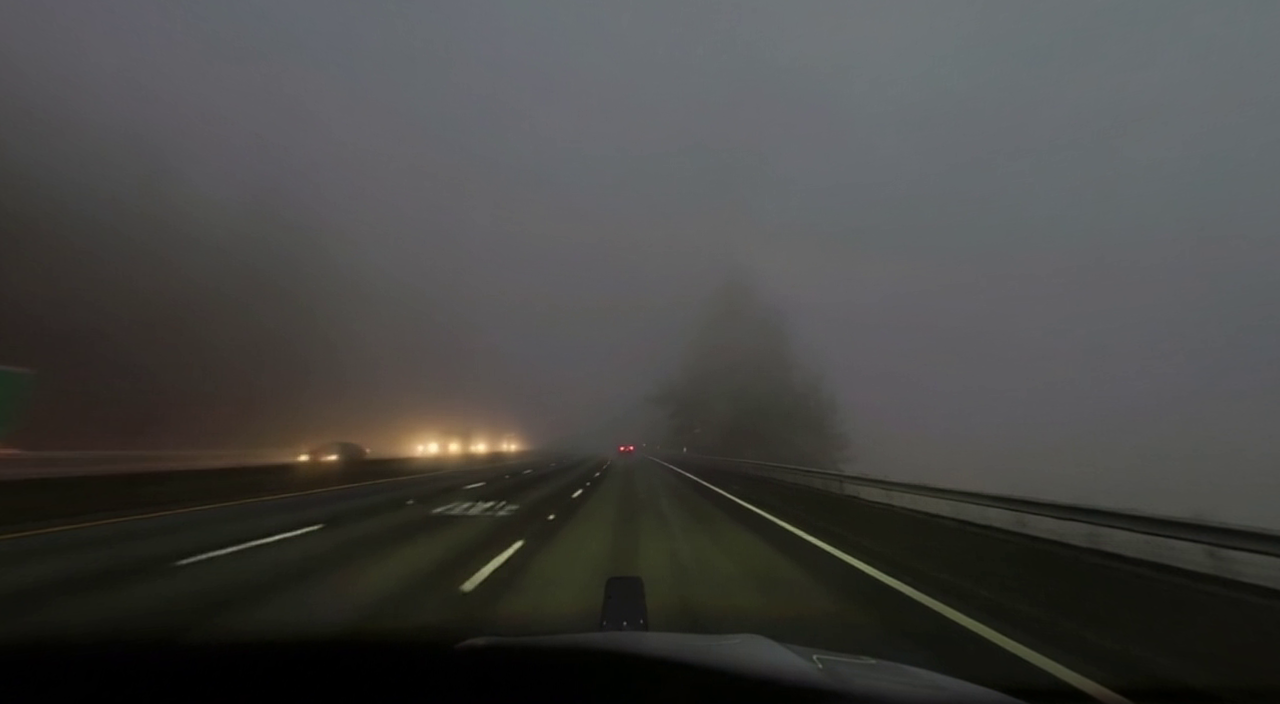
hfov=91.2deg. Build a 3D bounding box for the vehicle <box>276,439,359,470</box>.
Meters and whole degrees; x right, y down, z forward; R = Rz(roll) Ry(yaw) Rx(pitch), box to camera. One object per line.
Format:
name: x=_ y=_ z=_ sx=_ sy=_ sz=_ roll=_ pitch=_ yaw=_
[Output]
vehicle: x=-17.022 y=5.416 z=33.402 sx=1.932 sy=1.516 sz=4.694 roll=0 pitch=-9 yaw=0
